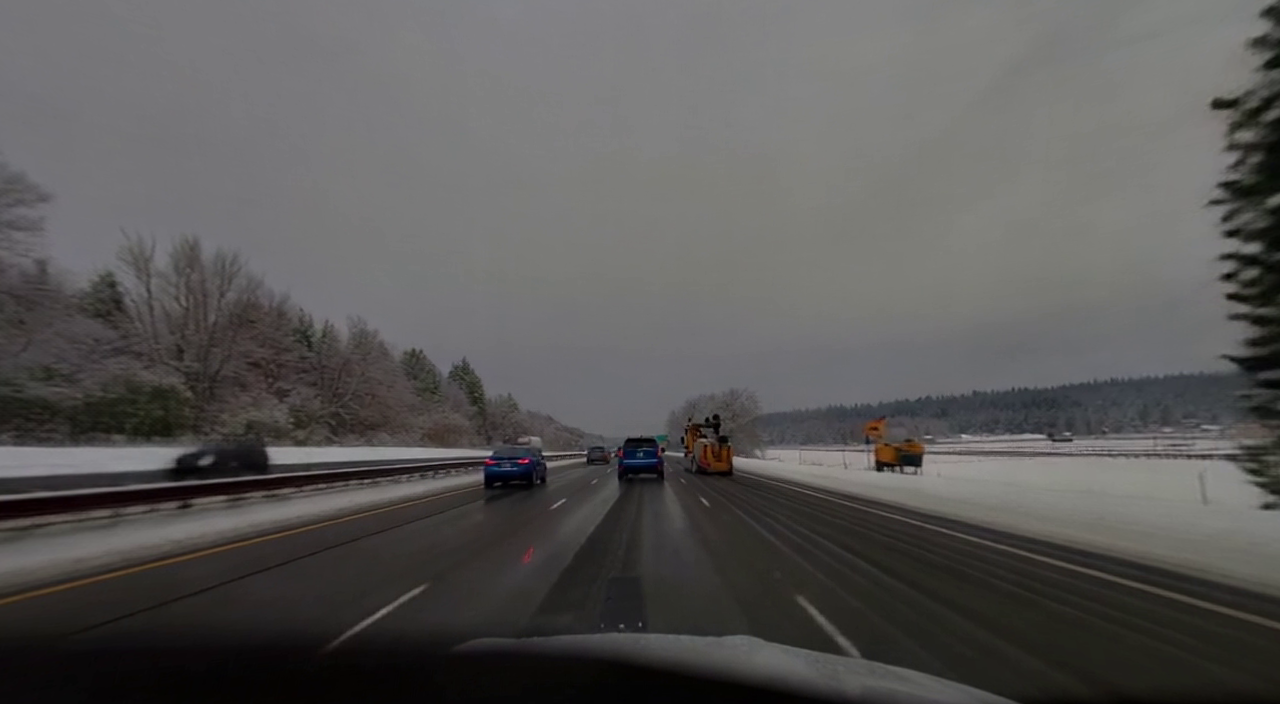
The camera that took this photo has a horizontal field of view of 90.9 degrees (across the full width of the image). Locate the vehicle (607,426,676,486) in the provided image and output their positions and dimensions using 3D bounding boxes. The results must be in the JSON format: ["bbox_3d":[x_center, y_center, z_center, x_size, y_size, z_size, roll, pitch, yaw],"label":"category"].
[{"bbox_3d":[0.085,3.848,23.596,2.308,1.993,4.631,0,-8,1],"label":"vehicle"}]

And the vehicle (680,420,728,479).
[{"bbox_3d":[4.524,7.161,46.646,2.793,3.828,9.580,0,-8,1],"label":"vehicle"}]

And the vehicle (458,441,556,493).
[{"bbox_3d":[-4.132,3.645,20.409,2.096,1.469,4.319,0,-8,2],"label":"vehicle"}]
